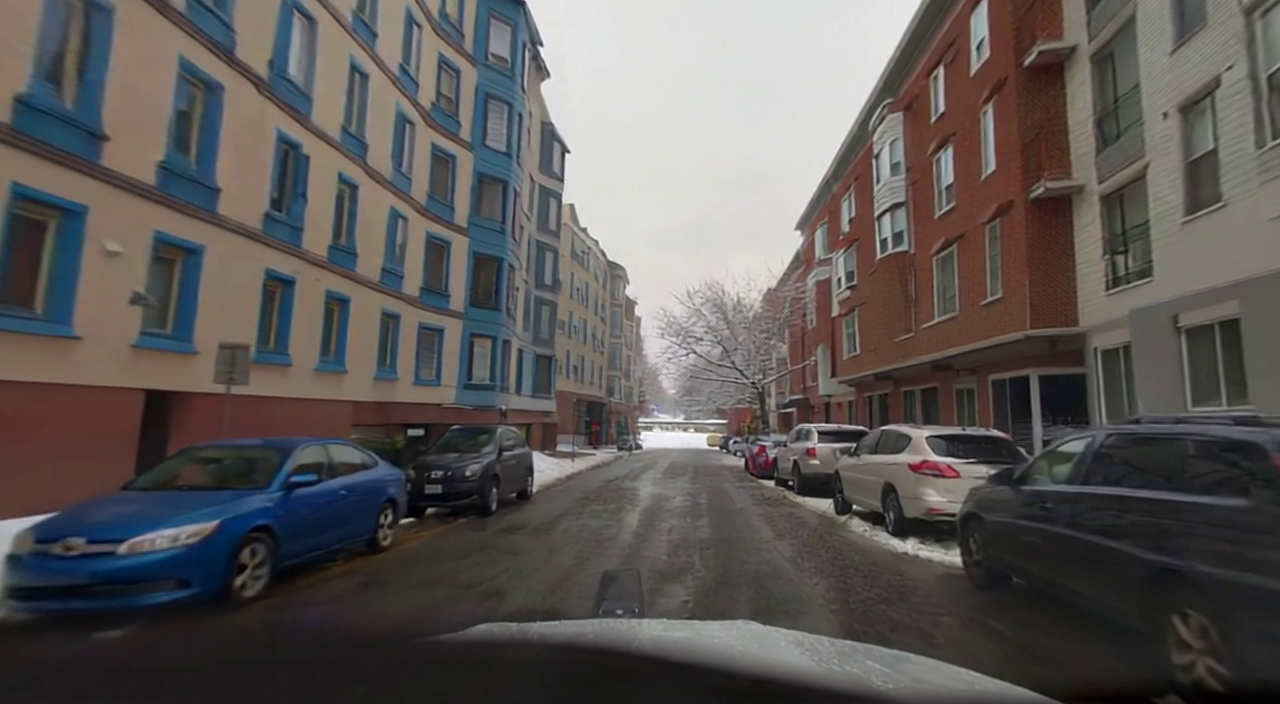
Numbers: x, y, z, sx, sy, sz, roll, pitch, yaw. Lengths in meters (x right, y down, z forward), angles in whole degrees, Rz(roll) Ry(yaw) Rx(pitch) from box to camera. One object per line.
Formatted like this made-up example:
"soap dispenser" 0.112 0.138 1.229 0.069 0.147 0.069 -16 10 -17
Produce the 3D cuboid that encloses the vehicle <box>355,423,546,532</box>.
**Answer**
"vehicle" -3.197 2.201 11.710 1.942 1.629 4.302 -1 -8 4

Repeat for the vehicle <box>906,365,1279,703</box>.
"vehicle" 3.489 1.081 4.008 1.883 1.615 4.234 -1 -8 3

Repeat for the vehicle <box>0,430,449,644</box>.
"vehicle" -3.703 1.560 6.506 1.830 1.427 4.294 -1 -8 4

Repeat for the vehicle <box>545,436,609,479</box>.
"vehicle" -2.328 3.992 24.132 1.840 1.493 3.761 -1 -8 4
